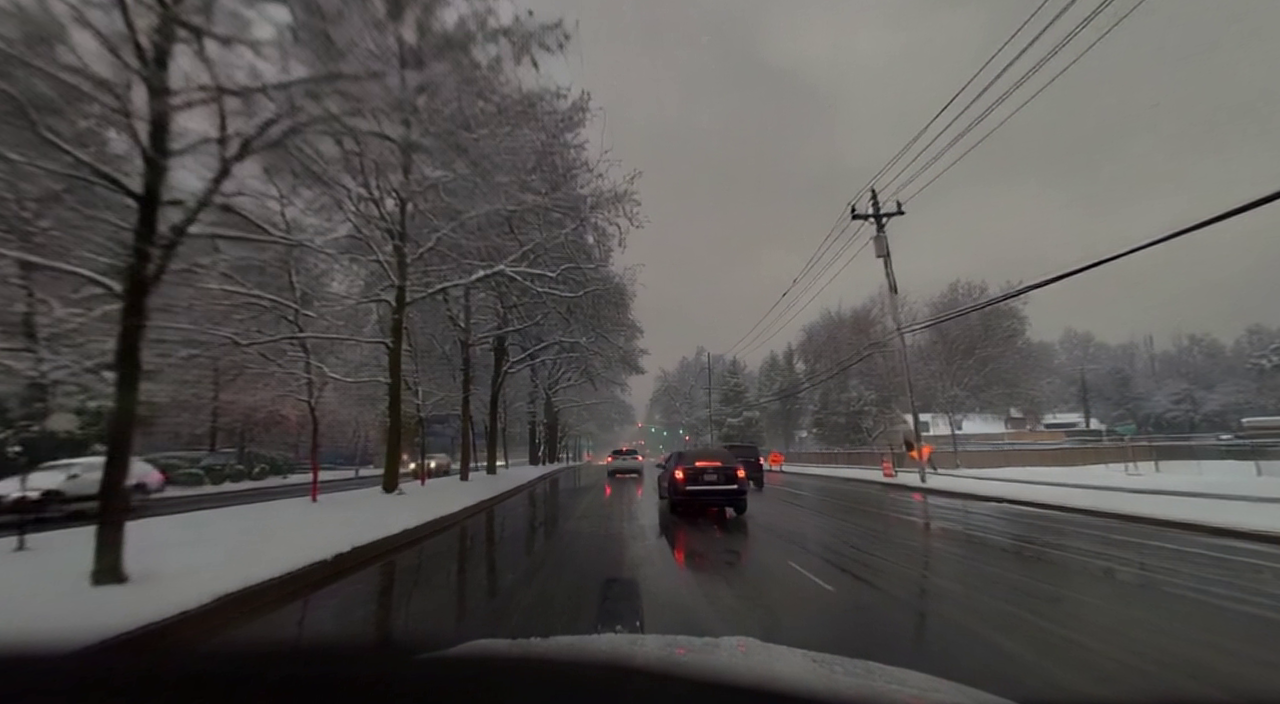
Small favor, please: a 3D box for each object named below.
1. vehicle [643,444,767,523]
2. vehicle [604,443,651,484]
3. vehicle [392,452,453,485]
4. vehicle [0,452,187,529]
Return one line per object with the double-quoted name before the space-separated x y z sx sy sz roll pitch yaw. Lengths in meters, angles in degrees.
"vehicle" 1.259 2.860 14.383 1.977 1.460 4.565 0 -9 -5
"vehicle" -0.531 5.164 29.533 2.050 1.745 3.915 -1 -9 0
"vehicle" -12.670 6.794 37.091 1.971 1.712 4.400 -1 -9 0
"vehicle" -16.443 3.947 18.731 2.016 1.862 5.328 -1 -9 0
